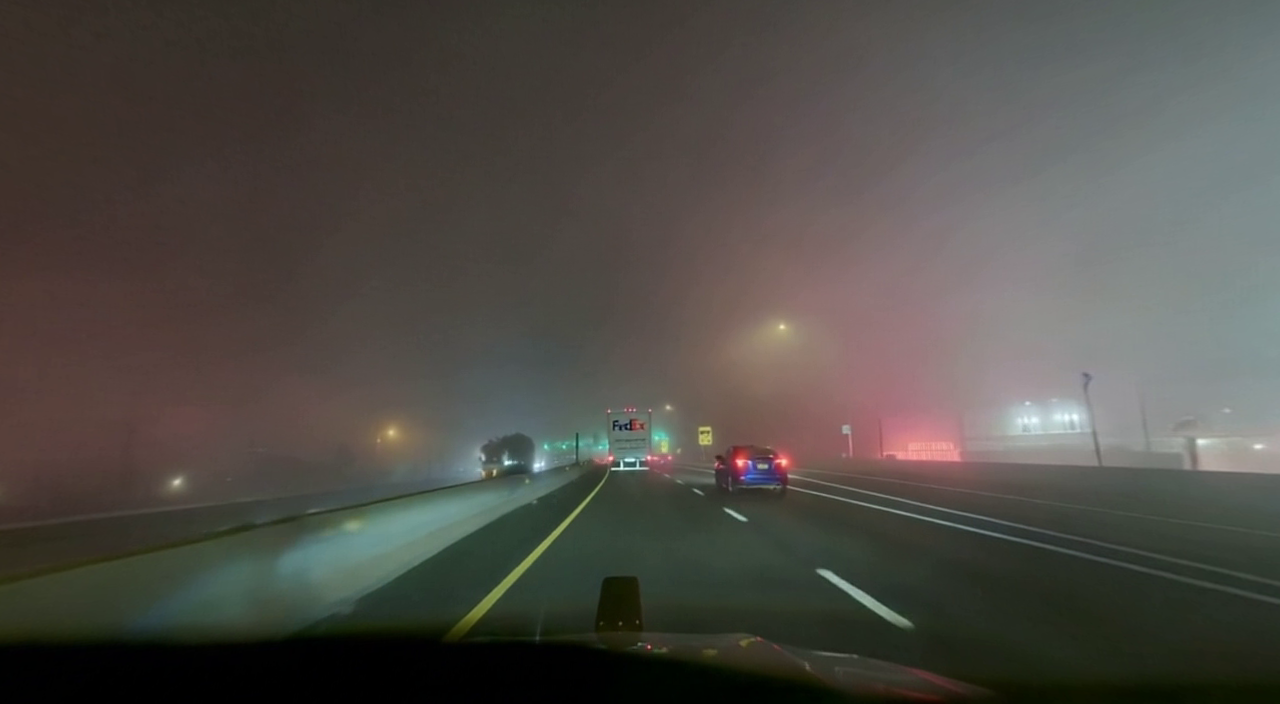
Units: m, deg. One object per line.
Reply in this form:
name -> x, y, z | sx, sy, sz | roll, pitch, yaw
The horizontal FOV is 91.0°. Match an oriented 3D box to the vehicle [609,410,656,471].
vehicle -> -0.658, 6.927, 48.891 | 3.243, 4.134, 11.656 | 0, -9, -1

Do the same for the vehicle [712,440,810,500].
vehicle -> 3.430, 3.426, 18.737 | 1.966, 1.558, 4.238 | 0, -9, -1
